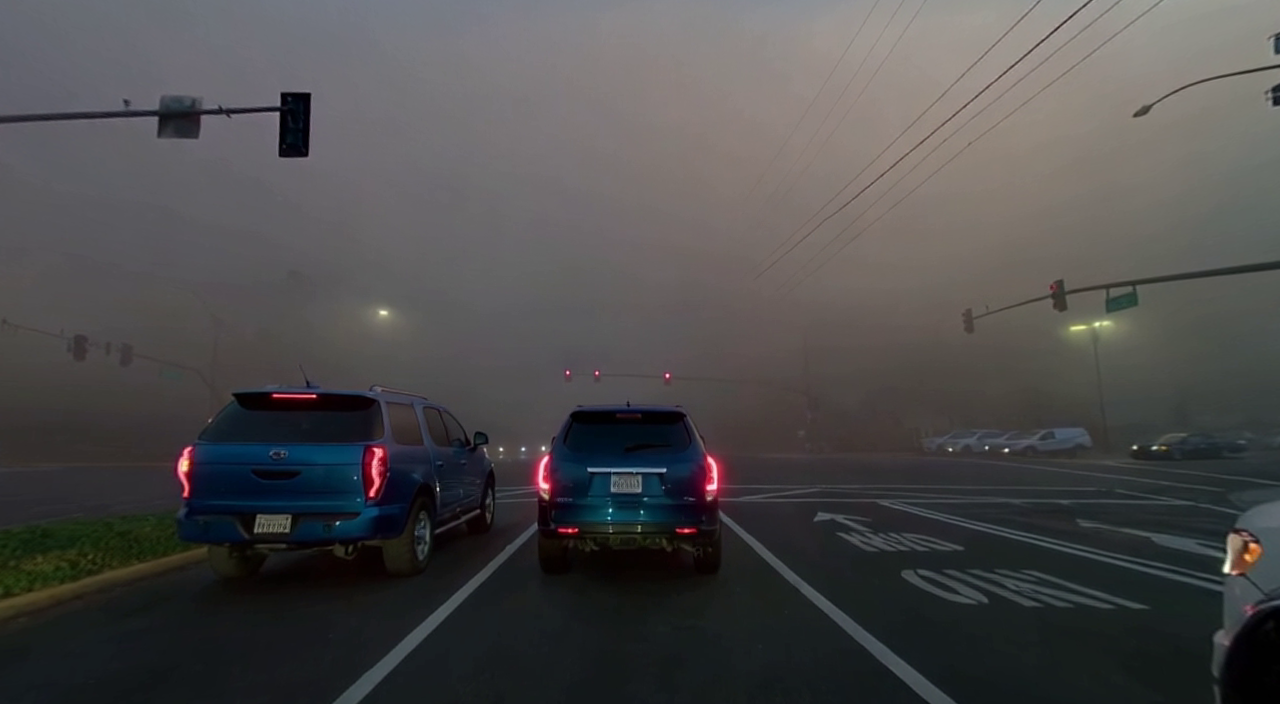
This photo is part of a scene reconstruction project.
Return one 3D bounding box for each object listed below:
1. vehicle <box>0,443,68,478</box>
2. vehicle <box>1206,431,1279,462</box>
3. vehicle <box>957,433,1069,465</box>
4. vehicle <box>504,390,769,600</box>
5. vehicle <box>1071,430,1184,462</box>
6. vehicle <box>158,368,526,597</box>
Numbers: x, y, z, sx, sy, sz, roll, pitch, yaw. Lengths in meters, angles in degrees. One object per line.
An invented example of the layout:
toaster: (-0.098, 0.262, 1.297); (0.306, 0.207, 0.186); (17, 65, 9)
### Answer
vehicle: (-32.169, 5.447, 31.738); (4.406, 1.682, 2.040); (0, -8, -2)
vehicle: (36.312, 5.507, 36.574); (4.714, 1.754, 2.041); (0, -8, -2)
vehicle: (19.314, 5.048, 32.651); (4.624, 1.601, 1.871); (0, -8, -3)
vehicle: (-0.058, 1.534, 7.662); (2.204, 1.738, 4.690); (0, -8, -1)
vehicle: (27.945, 5.409, 36.091); (4.849, 1.759, 2.041); (0, -8, -2)
vehicle: (-2.962, 1.450, 7.817); (2.220, 1.926, 4.870); (0, -8, -1)
